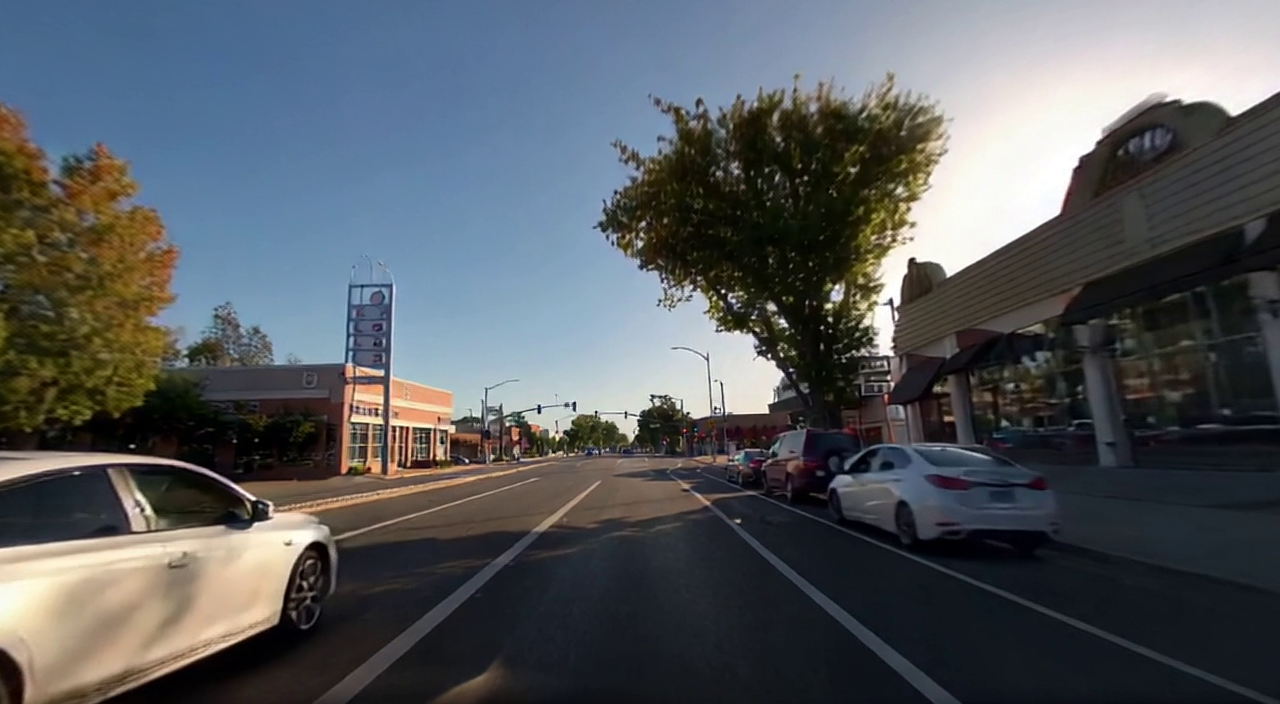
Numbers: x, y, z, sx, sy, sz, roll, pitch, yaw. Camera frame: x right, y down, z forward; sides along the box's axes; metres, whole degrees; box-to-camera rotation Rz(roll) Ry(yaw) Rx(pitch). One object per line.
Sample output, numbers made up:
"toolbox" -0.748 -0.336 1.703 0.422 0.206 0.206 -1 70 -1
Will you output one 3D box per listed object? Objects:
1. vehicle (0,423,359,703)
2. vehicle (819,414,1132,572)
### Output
"vehicle" -3.050 1.010 2.403 1.874 1.424 4.553 0 -9 0
"vehicle" 4.350 1.902 9.316 2.032 1.703 4.650 0 -9 0
